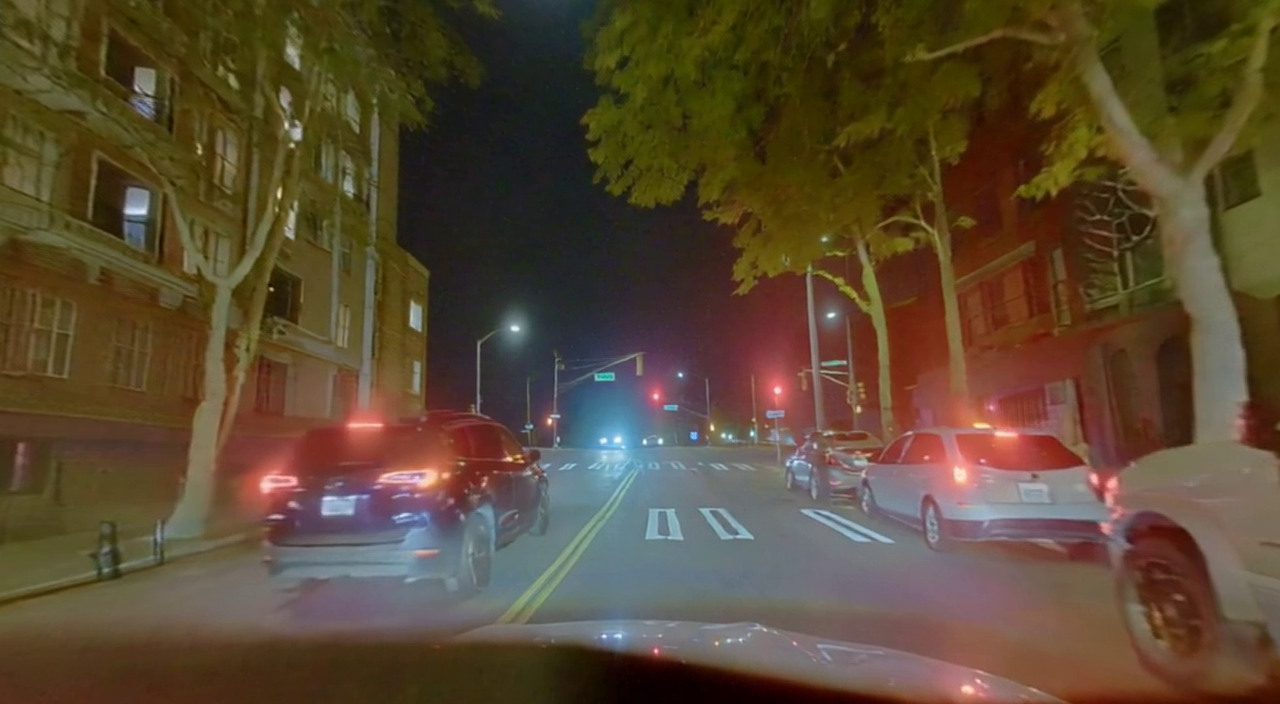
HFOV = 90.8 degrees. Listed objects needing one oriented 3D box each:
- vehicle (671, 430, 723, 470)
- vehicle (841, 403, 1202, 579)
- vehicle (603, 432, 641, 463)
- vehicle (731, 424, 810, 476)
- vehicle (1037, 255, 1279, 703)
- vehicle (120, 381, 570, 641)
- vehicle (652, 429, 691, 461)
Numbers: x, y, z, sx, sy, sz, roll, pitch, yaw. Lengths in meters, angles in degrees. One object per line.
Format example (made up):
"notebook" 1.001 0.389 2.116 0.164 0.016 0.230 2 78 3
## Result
"vehicle" 2.544 4.304 27.837 2.111 1.619 4.077 -1 -9 6
"vehicle" 4.190 1.596 8.003 1.883 1.601 4.305 0 -9 1
"vehicle" -1.013 5.726 37.987 1.979 1.723 3.849 -1 -8 3
"vehicle" 4.947 3.836 24.820 2.093 1.815 5.441 0 -8 1
"vehicle" 3.797 0.427 1.280 2.356 2.043 5.791 0 -8 2
"vehicle" -2.444 1.523 7.228 2.333 1.832 5.200 -1 -9 4
"vehicle" 1.751 5.371 36.315 2.111 1.705 4.093 0 -8 2
